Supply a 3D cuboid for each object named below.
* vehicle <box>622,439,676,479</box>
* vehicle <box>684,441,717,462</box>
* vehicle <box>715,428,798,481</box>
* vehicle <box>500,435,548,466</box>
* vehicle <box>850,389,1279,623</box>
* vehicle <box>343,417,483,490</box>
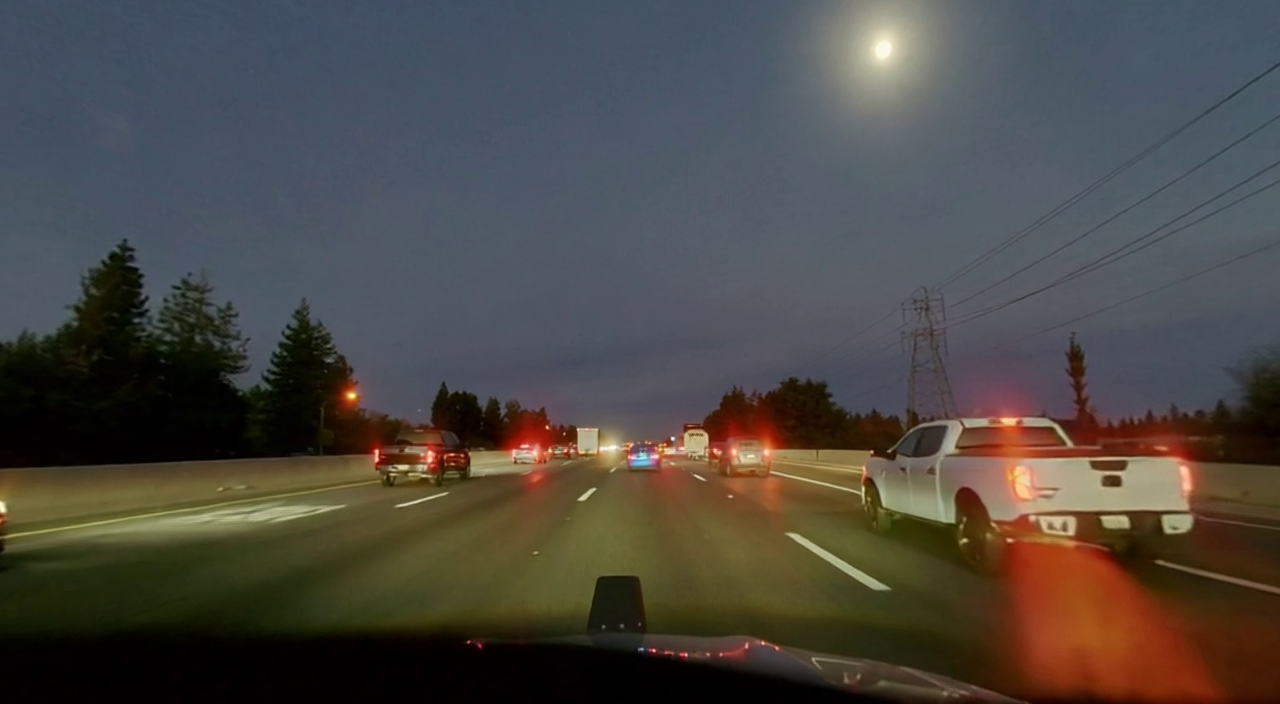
[{"bbox_3d":[0.322,4.231,25.223,1.966,1.444,3.986,0,-8,0],"label":"vehicle"},{"bbox_3d":[4.193,6.954,44.143,1.895,1.429,3.908,0,-8,0],"label":"vehicle"},{"bbox_3d":[4.309,3.890,24.137,2.195,1.778,4.455,0,-9,-1],"label":"vehicle"},{"bbox_3d":[-6.863,5.904,37.868,1.978,1.680,4.263,0,-9,1],"label":"vehicle"},{"bbox_3d":[4.012,1.443,6.825,2.002,1.691,4.290,0,-8,0],"label":"vehicle"},{"bbox_3d":[-6.873,3.186,20.006,2.269,1.936,5.777,0,-9,0],"label":"vehicle"}]
